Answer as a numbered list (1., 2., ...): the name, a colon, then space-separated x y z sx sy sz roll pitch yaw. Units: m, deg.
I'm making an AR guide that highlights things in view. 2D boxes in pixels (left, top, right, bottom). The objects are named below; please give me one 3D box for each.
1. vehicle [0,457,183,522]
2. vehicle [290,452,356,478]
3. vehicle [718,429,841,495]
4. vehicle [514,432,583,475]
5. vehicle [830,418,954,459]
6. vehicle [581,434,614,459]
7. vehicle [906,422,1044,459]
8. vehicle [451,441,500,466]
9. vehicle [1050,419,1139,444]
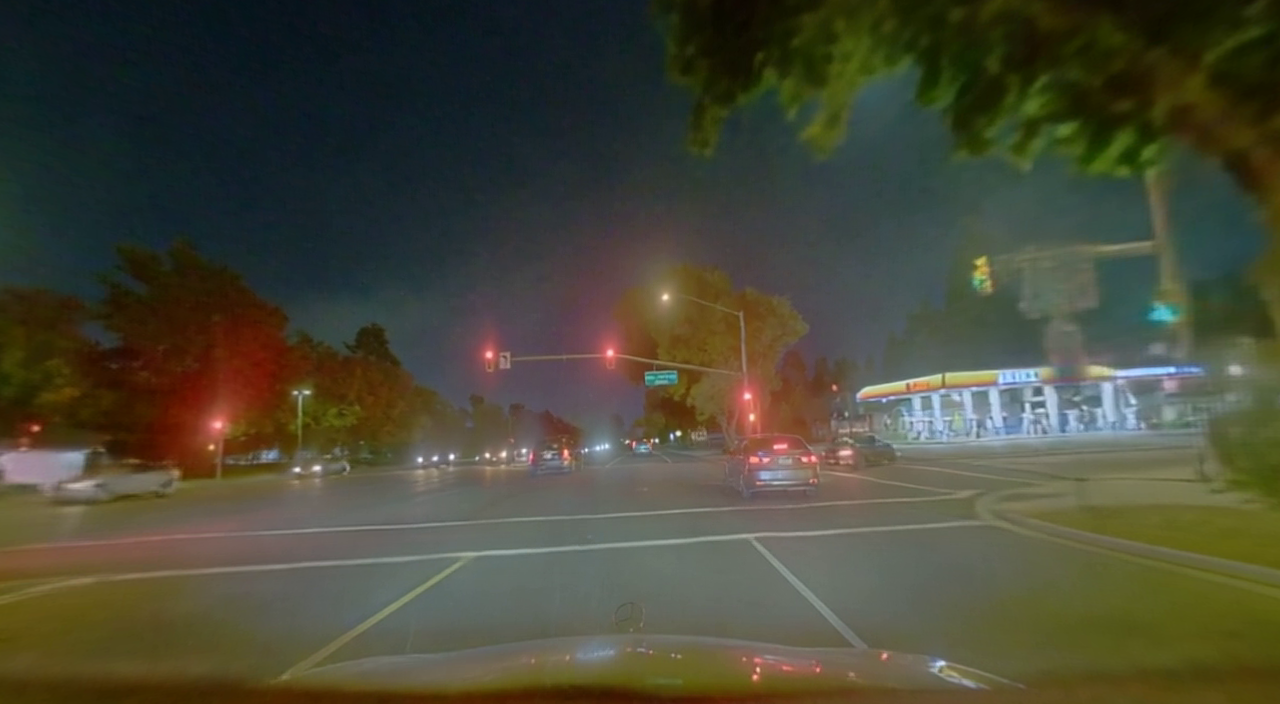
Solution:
1. vehicle: -15.568 3.718 17.608 2.011 1.450 4.679 0 -8 1
2. vehicle: -21.933 7.823 43.791 2.061 1.643 4.614 0 -8 2
3. vehicle: 3.451 2.827 16.640 2.095 1.475 4.686 0 -8 -1
4. vehicle: -3.821 4.338 27.151 2.250 1.713 4.422 0 -8 1
5. vehicle: 12.477 4.330 31.502 5.156 1.917 2.308 0 -8 2
6. vehicle: -3.252 7.366 49.249 2.126 1.810 4.414 0 -8 1
7. vehicle: 14.324 3.814 27.127 4.776 1.486 2.138 1 -8 -5
8. vehicle: -11.431 7.074 44.067 2.091 1.644 4.645 0 -8 1
9. vehicle: 29.700 5.210 41.272 4.550 1.467 1.843 0 -8 -7
